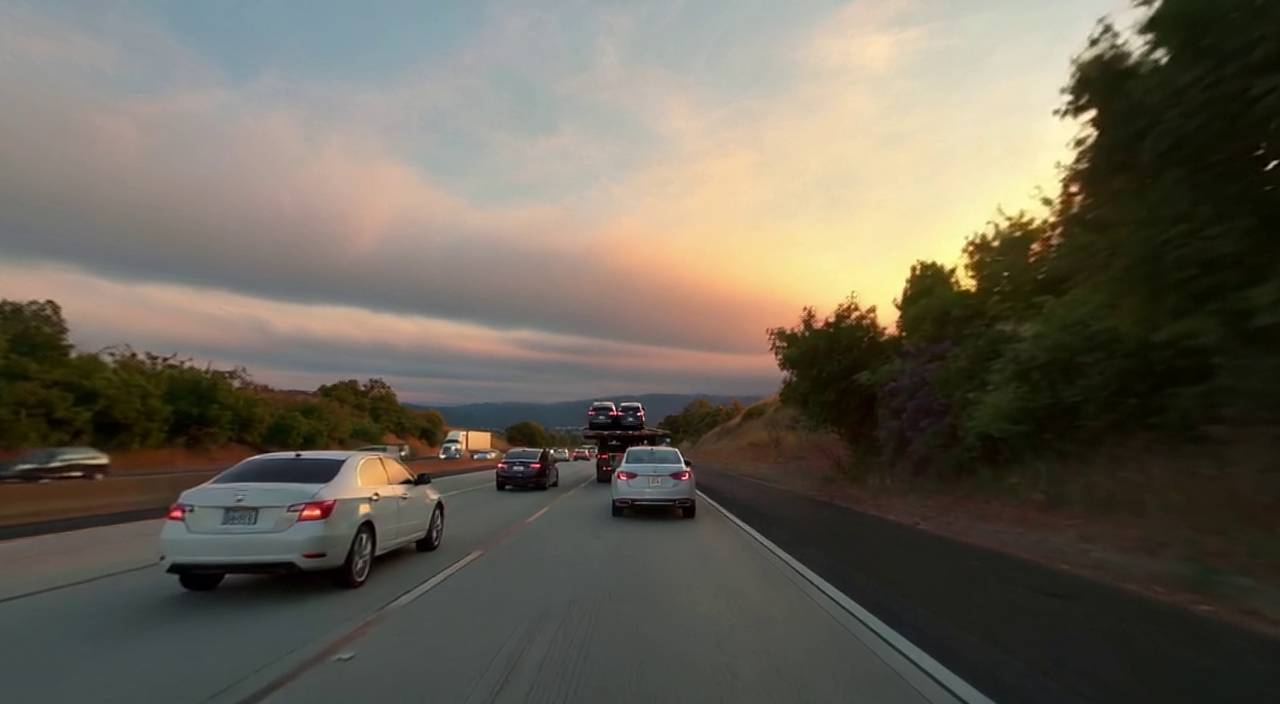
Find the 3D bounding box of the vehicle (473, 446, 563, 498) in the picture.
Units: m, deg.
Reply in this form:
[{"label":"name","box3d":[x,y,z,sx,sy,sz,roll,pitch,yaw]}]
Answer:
[{"label":"vehicle","box3d":[-3.824,3.842,20.603,1.947,1.470,4.526,0,-9,1]}]

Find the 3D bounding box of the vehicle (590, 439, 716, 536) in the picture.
[{"label":"vehicle","box3d":[0.172,2.414,11.753,1.991,1.507,3.391,0,-9,-1]}]

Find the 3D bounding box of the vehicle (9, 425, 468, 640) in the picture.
[{"label":"vehicle","box3d":[-3.369,1.574,6.413,2.149,1.497,3.753,0,-9,0]}]
